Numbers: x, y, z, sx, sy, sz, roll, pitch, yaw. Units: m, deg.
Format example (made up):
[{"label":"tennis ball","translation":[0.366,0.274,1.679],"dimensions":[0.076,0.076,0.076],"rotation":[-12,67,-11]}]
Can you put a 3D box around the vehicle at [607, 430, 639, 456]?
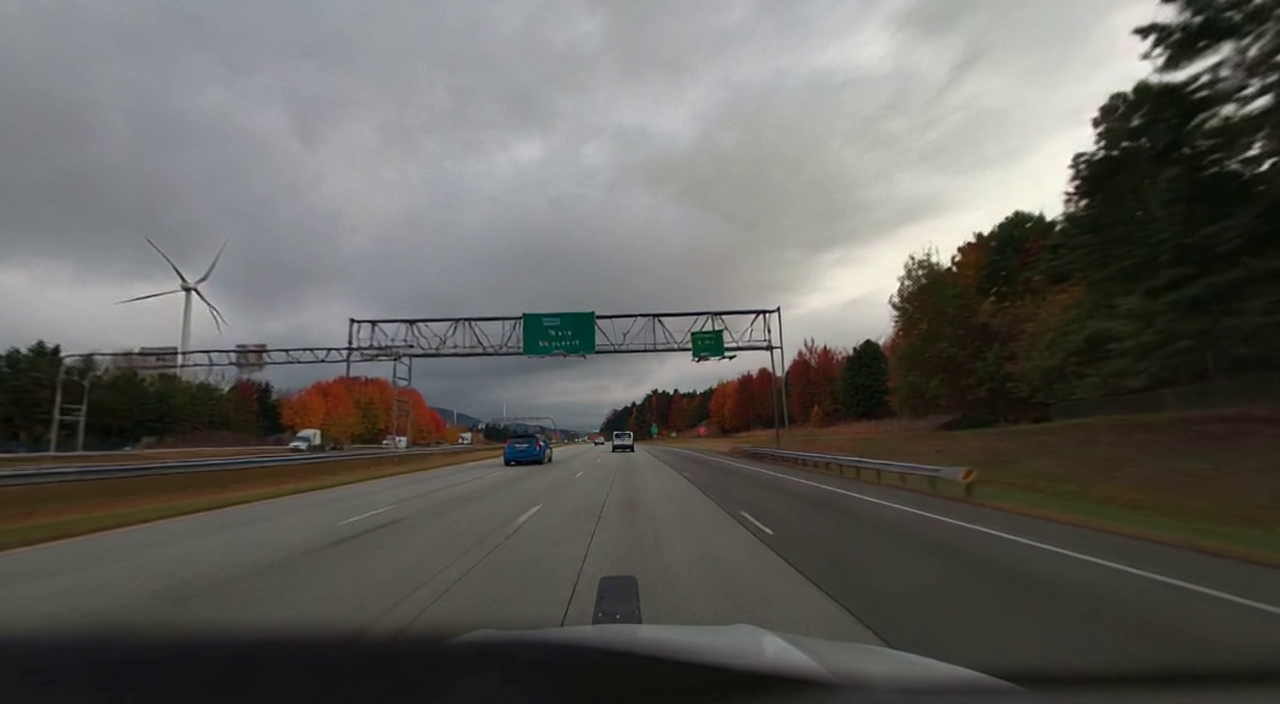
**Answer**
[{"label":"vehicle","translation":[-1.212,6.554,45.448],"dimensions":[2.213,1.774,4.563],"rotation":[0,-8,-1]}]

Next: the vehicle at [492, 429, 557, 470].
[{"label":"vehicle","translation":[-4.944,4.227,27.491],"dimensions":[2.062,1.622,4.153],"rotation":[0,-8,-1]}]
